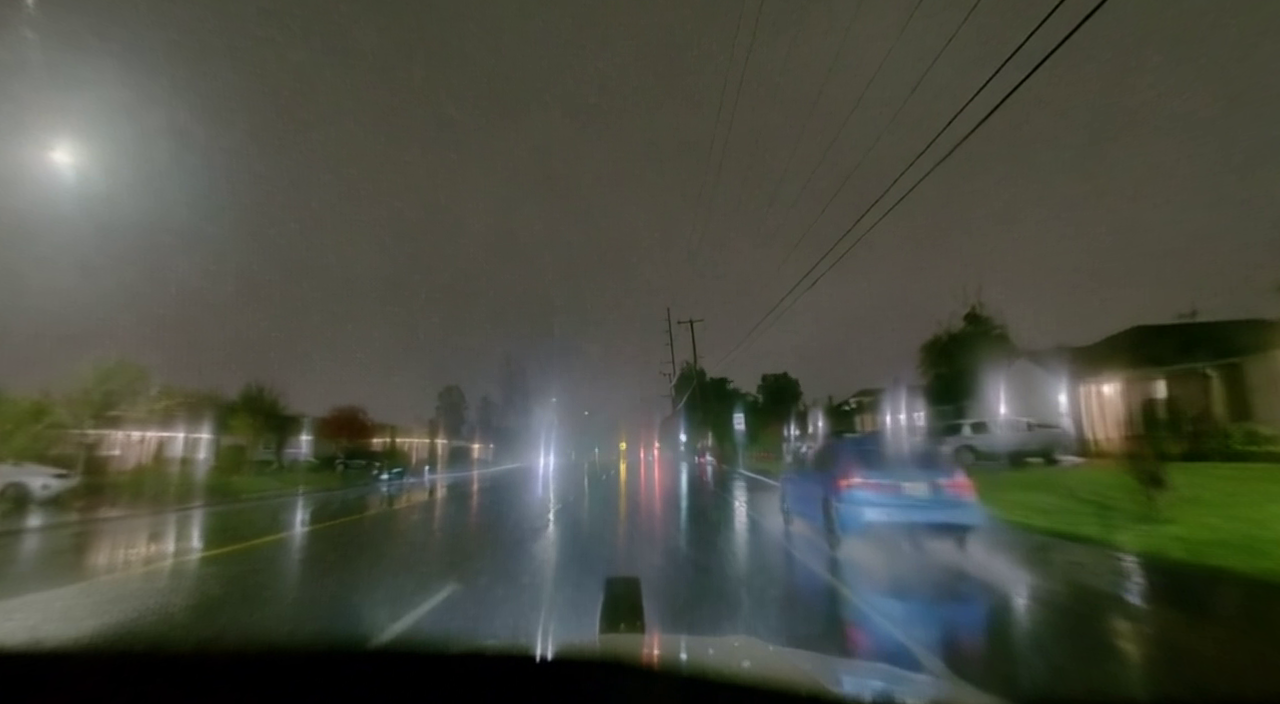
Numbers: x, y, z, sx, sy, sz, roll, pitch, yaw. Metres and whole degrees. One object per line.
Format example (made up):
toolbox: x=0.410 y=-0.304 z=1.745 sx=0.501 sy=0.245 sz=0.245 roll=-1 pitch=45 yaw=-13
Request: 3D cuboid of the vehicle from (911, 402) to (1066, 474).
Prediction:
vehicle: x=11.151 y=2.714 z=20.169 sx=4.591 sy=1.867 sz=2.057 roll=0 pitch=-9 yaw=-31

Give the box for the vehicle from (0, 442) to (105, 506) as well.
vehicle: x=-20.871 y=3.925 z=20.679 sx=4.691 sy=1.810 sz=2.079 roll=2 pitch=-8 yaw=1

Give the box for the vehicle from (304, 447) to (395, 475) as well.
vehicle: x=-19.524 y=7.345 z=42.543 sx=5.044 sy=1.782 sz=2.152 roll=0 pitch=-8 yaw=3

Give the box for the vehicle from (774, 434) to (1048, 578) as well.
vehicle: x=3.273 y=1.915 z=8.746 sx=2.016 sy=1.477 sz=4.207 roll=0 pitch=-8 yaw=2

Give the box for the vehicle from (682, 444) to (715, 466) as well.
vehicle: x=4.296 y=7.678 z=47.203 sx=2.104 sy=1.524 sz=4.524 roll=1 pitch=-8 yaw=1
